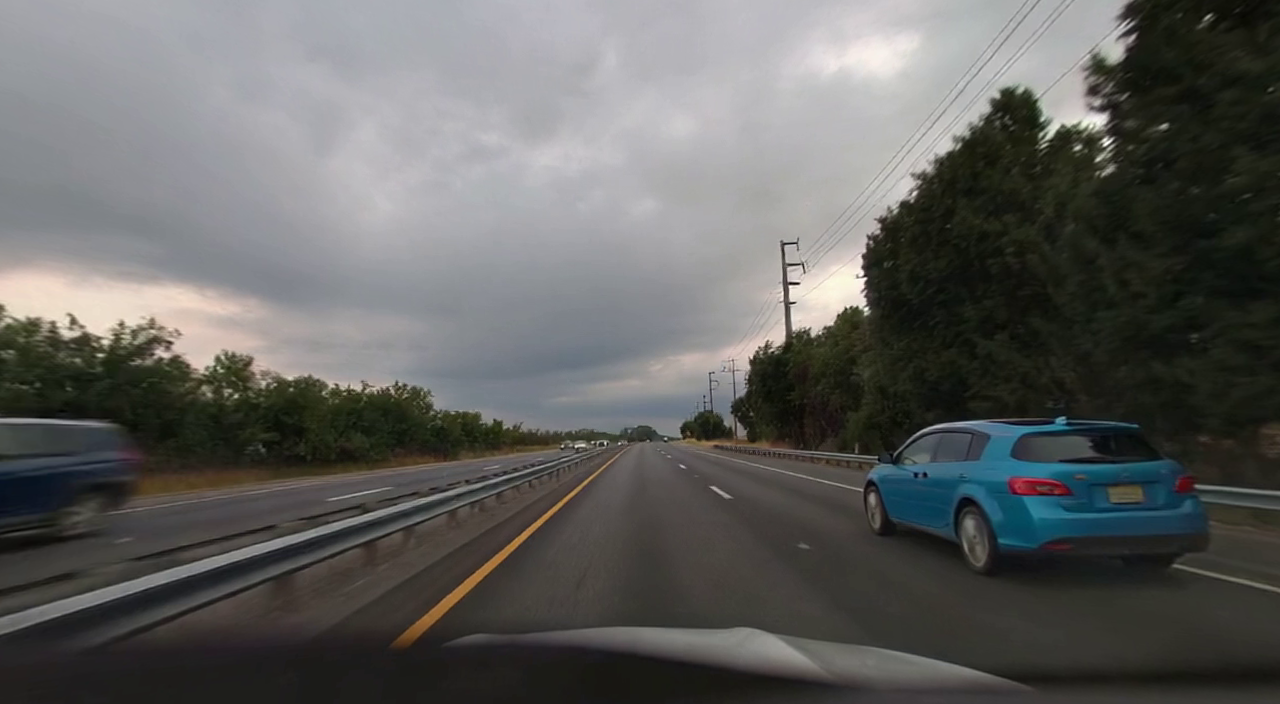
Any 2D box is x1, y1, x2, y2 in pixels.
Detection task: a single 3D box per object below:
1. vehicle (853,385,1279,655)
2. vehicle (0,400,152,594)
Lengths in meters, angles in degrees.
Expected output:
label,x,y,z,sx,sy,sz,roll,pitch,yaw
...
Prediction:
label,x,y,z,sx,sy,sz,roll,pitch,yaw
vehicle,3.716,1.263,5.754,2.032,1.562,4.029,0,-8,-1
vehicle,-7.334,1.292,5.265,2.416,1.843,5.072,0,-8,0
